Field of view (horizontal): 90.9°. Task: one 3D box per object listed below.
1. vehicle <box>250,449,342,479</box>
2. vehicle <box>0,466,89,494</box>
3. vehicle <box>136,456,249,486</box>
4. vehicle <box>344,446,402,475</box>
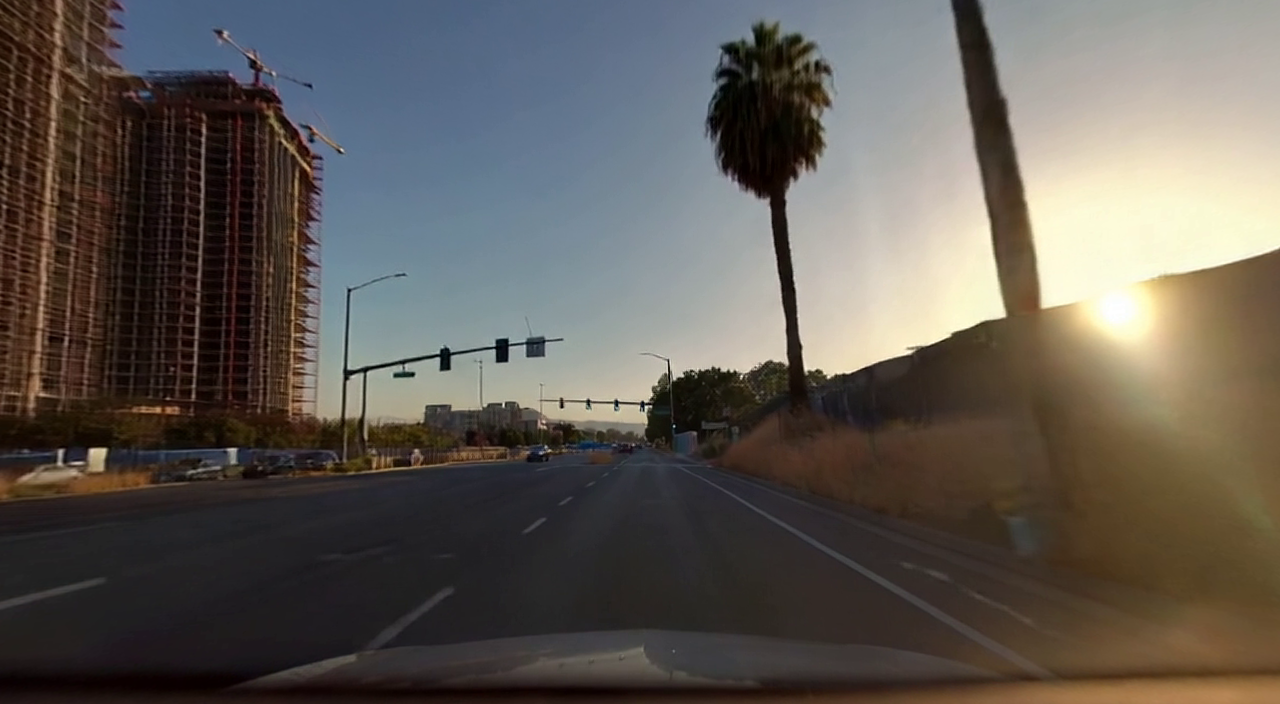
[{"bbox_3d":[-21.134,6.885,38.951,2.050,1.686,4.593,-4,-9,25],"label":"vehicle"},{"bbox_3d":[-30.224,6.311,31.118,4.101,1.243,1.698,4,-9,-23],"label":"vehicle"},{"bbox_3d":[-24.503,6.485,34.632,1.790,1.484,4.651,-7,-11,40],"label":"vehicle"},{"bbox_3d":[-19.279,7.810,45.785,2.105,1.805,4.641,-3,-8,2],"label":"vehicle"}]
